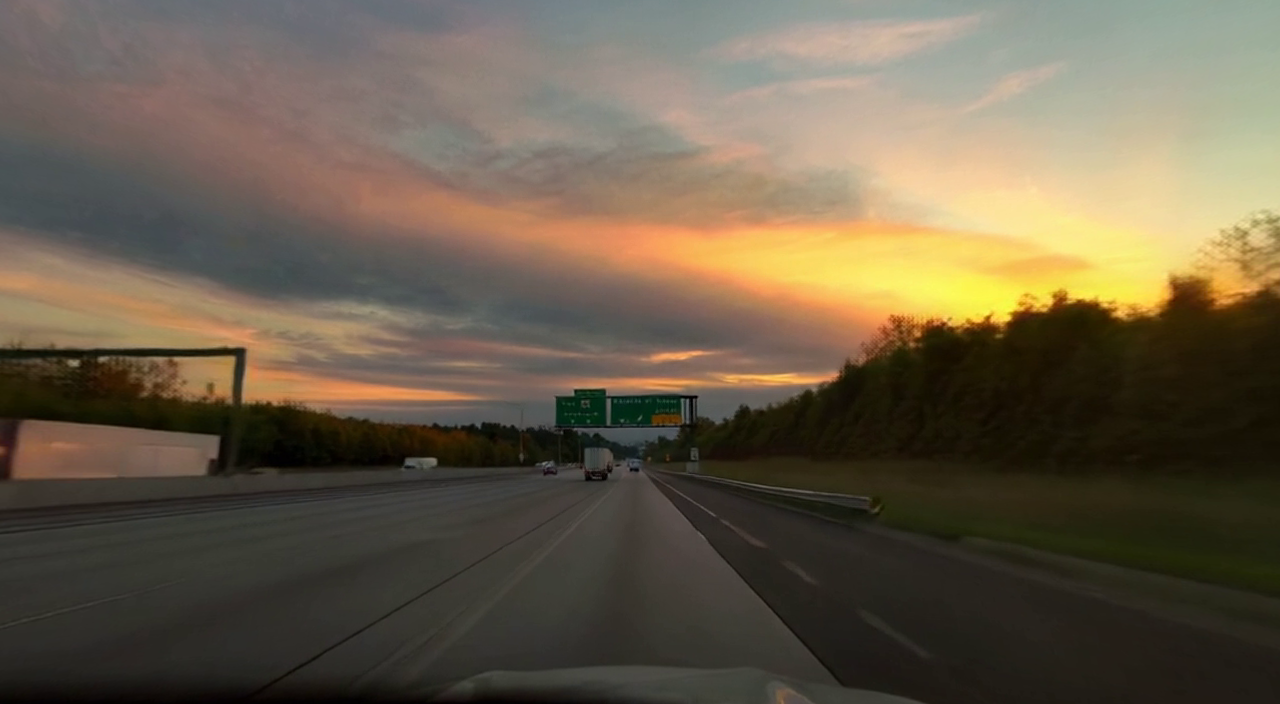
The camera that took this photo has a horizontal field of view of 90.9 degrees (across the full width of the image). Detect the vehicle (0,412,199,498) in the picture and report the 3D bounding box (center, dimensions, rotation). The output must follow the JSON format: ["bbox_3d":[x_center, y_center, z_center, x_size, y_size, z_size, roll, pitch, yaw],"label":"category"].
[{"bbox_3d":[-29.807,5.600,33.548,2.829,3.757,13.574,1,-11,0],"label":"vehicle"}]

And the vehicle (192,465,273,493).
[{"bbox_3d":[-22.060,6.859,34.272,1.703,1.392,3.944,1,-11,1],"label":"vehicle"}]
